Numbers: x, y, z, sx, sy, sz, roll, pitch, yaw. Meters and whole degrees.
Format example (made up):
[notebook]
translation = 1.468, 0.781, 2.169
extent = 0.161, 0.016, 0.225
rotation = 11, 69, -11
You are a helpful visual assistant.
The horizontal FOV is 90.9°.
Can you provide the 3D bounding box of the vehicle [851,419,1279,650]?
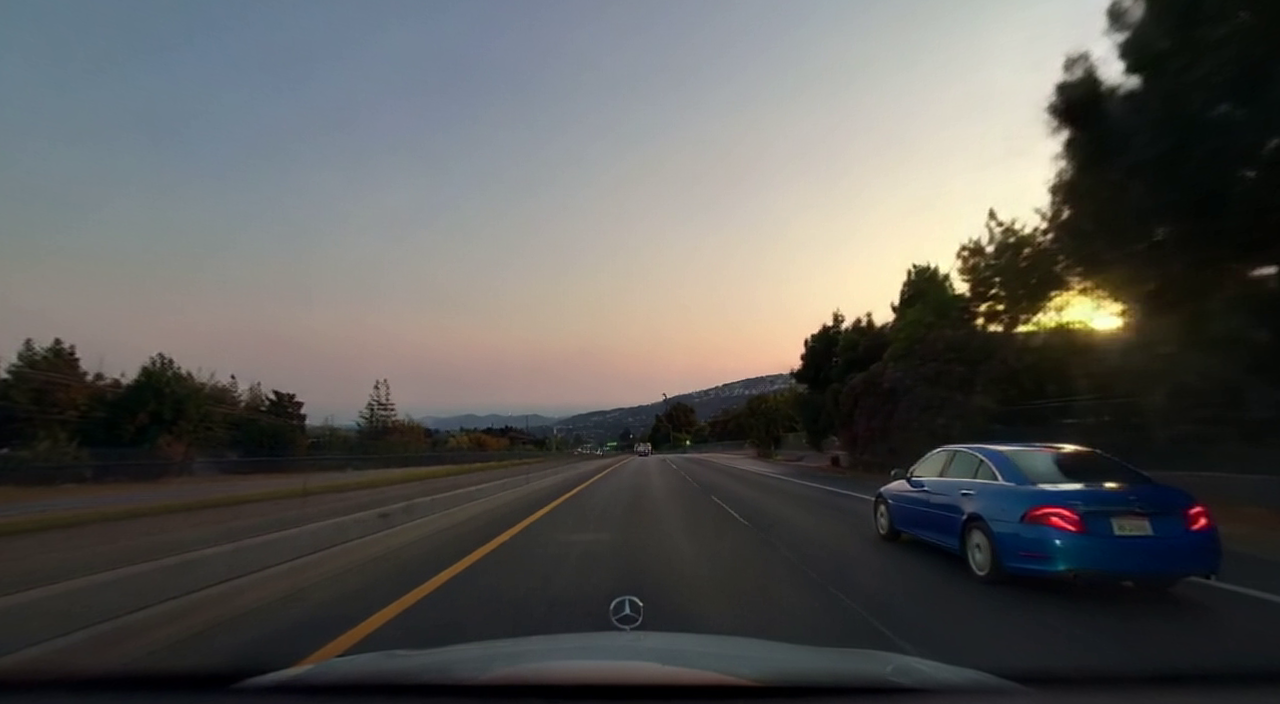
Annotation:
[vehicle]
translation = 4.070, 1.548, 6.592
extent = 2.053, 1.490, 4.799
rotation = 0, -8, 0
